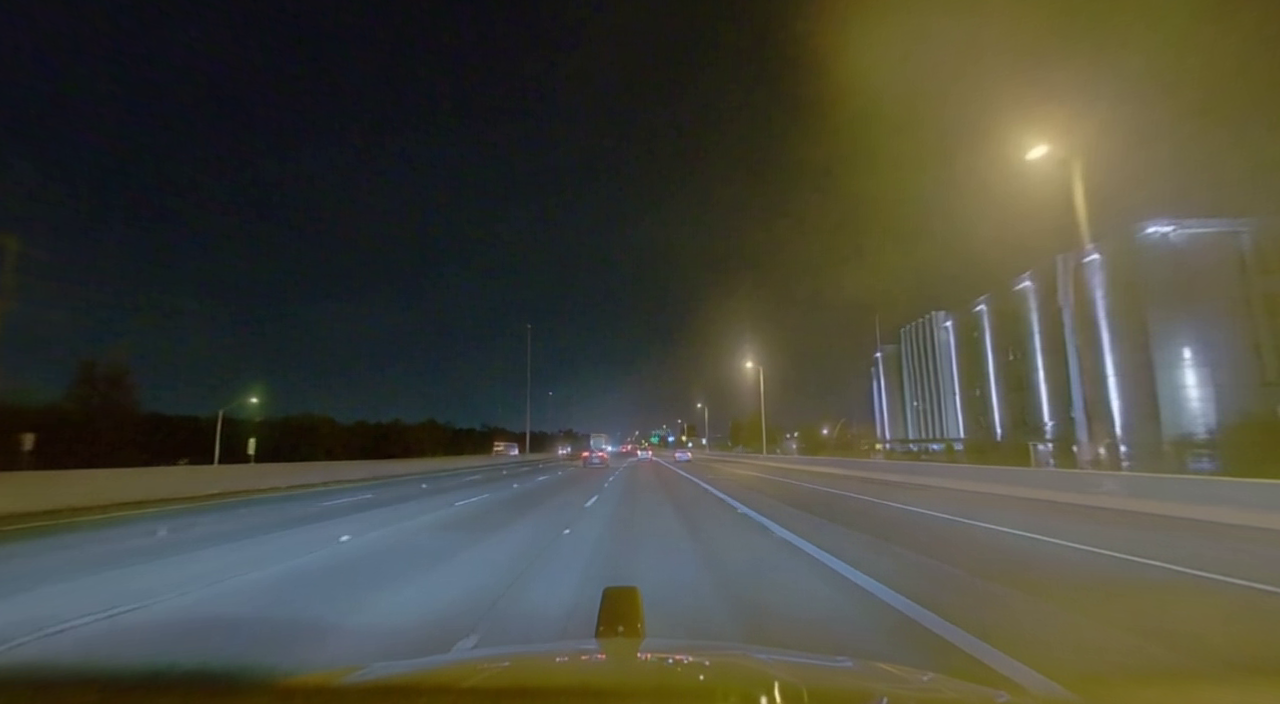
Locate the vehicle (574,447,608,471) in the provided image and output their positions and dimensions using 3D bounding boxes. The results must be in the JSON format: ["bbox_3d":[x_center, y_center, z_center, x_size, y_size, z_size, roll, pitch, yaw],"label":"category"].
[{"bbox_3d":[-3.555,7.864,46.453,2.195,1.630,4.336,0,-9,0],"label":"vehicle"}]
